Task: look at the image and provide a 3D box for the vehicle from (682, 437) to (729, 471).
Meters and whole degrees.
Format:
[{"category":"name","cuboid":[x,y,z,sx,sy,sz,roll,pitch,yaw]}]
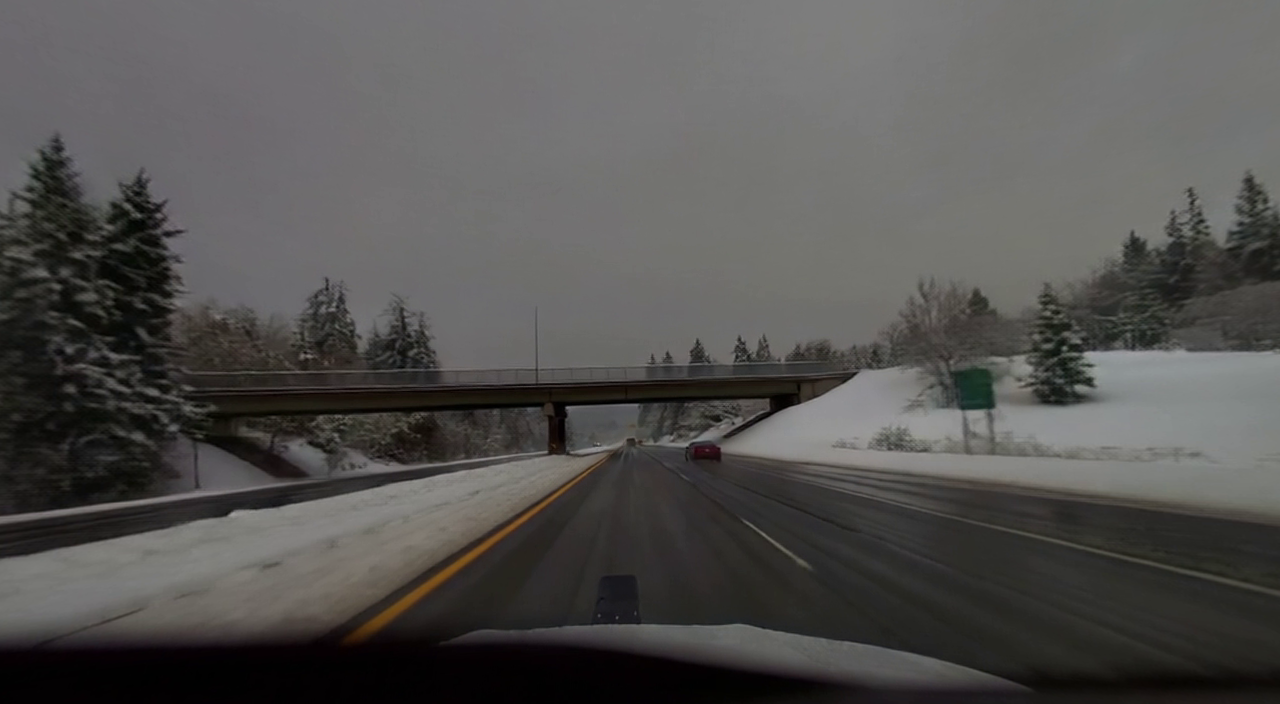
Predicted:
[{"category":"vehicle","cuboid":[3.069,4.851,30.144,1.781,1.470,3.540,0,-8,-2]}]
